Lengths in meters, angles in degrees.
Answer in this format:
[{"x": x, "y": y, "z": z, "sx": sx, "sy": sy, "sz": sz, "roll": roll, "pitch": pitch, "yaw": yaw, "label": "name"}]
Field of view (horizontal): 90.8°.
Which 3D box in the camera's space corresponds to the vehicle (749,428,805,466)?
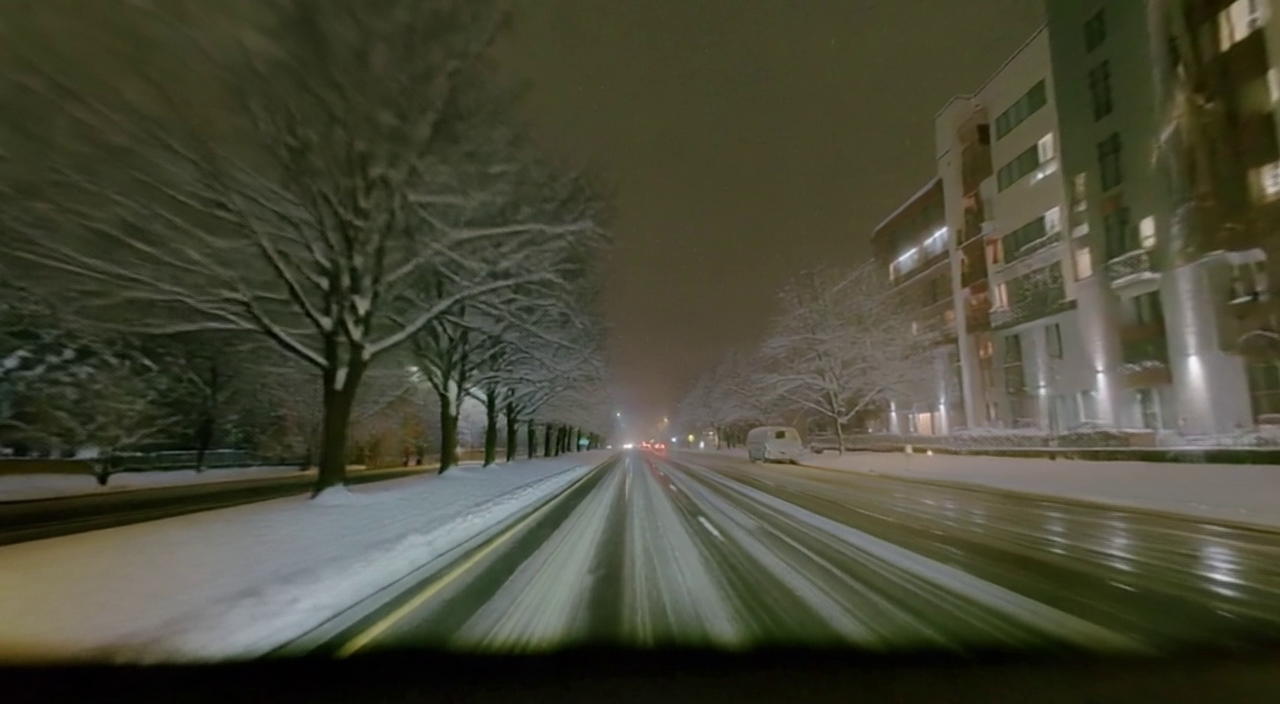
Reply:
[{"x": 9.740, "y": 6.822, "z": 45.565, "sx": 2.456, "sy": 2.534, "sz": 5.930, "roll": 0, "pitch": -9, "yaw": -3, "label": "vehicle"}]
